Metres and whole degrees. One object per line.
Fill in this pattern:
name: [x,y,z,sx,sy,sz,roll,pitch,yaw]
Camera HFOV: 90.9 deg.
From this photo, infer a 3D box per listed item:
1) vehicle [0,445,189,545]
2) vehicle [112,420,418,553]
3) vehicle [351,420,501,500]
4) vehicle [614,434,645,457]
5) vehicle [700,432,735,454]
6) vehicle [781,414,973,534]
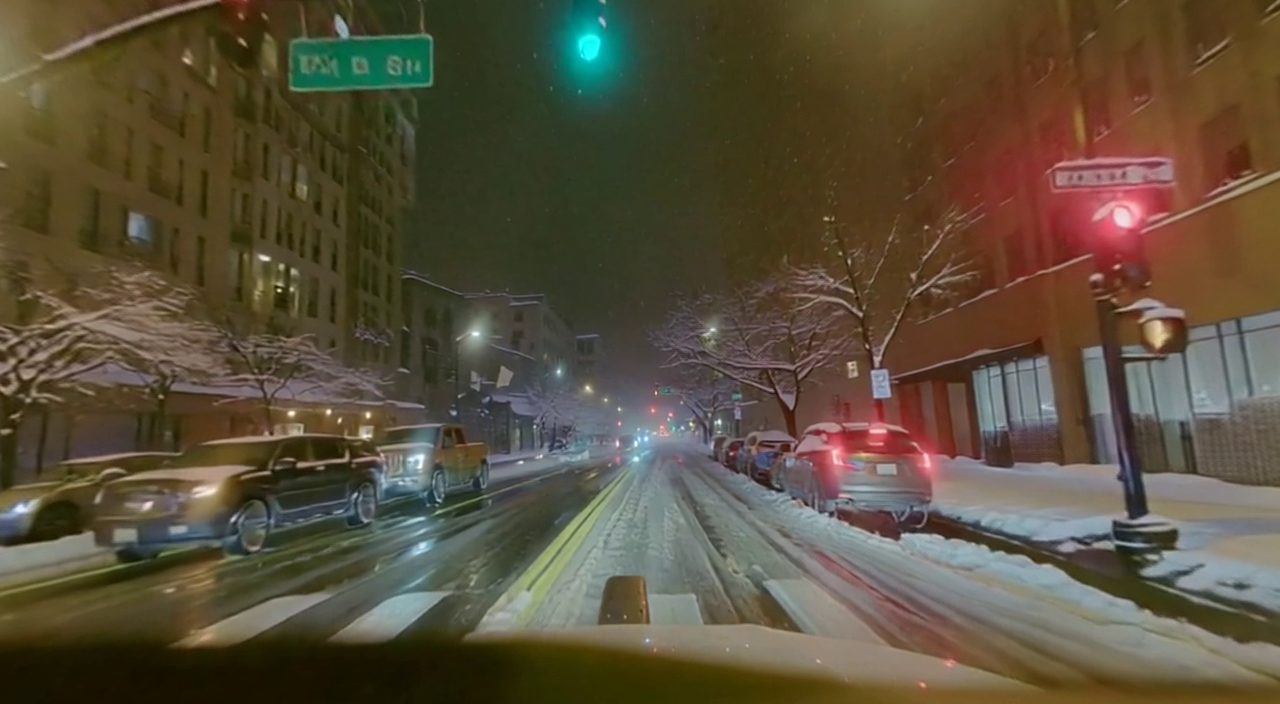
vehicle: [-11.405,2.661,12.430,1.933,1.628,3.973,-1,-8,2]
vehicle: [-5.255,1.928,9.729,1.942,1.559,4.298,-1,-8,2]
vehicle: [-5.289,2.757,16.479,1.958,1.731,5.051,-1,-8,2]
vehicle: [-0.700,6.706,45.187,1.973,1.496,3.713,-1,-8,2]
vehicle: [5.817,6.861,47.906,2.155,1.458,5.178,1,-7,1]
vehicle: [3.978,2.115,11.417,1.924,1.765,3.954,0,-8,0]
